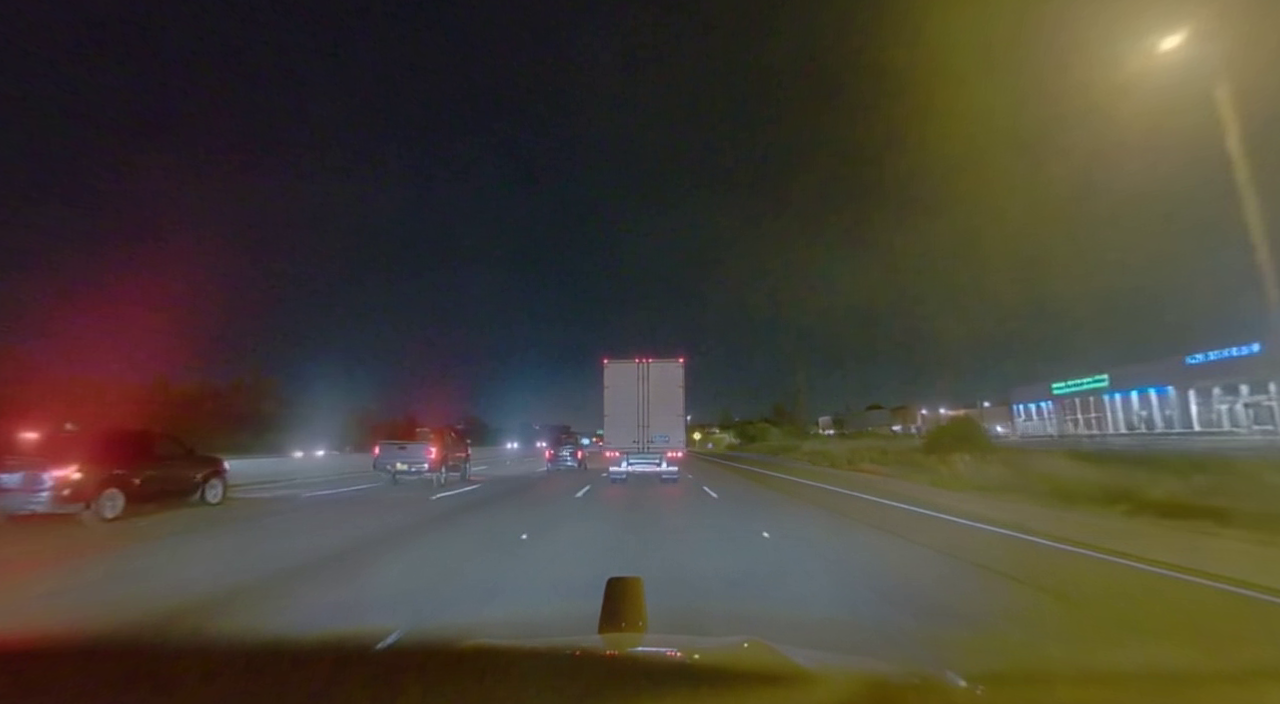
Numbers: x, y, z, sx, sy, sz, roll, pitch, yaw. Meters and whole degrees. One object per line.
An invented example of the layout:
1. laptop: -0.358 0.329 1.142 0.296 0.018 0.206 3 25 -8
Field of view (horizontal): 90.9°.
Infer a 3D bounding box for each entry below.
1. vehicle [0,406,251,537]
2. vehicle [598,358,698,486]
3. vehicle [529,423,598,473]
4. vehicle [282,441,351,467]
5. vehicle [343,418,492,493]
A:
1. vehicle: -10.341 2.159 11.975 2.089 1.885 5.888 0 -9 1
2. vehicle: 0.198 2.792 23.687 2.941 3.794 9.851 0 -9 0
3. vehicle: -3.419 4.497 29.621 2.379 2.075 6.169 0 -9 1
4. vehicle: -20.438 6.456 40.051 1.905 1.536 4.649 0 -9 0
5. vehicle: -6.685 3.233 19.971 2.479 1.978 5.952 0 -9 1
